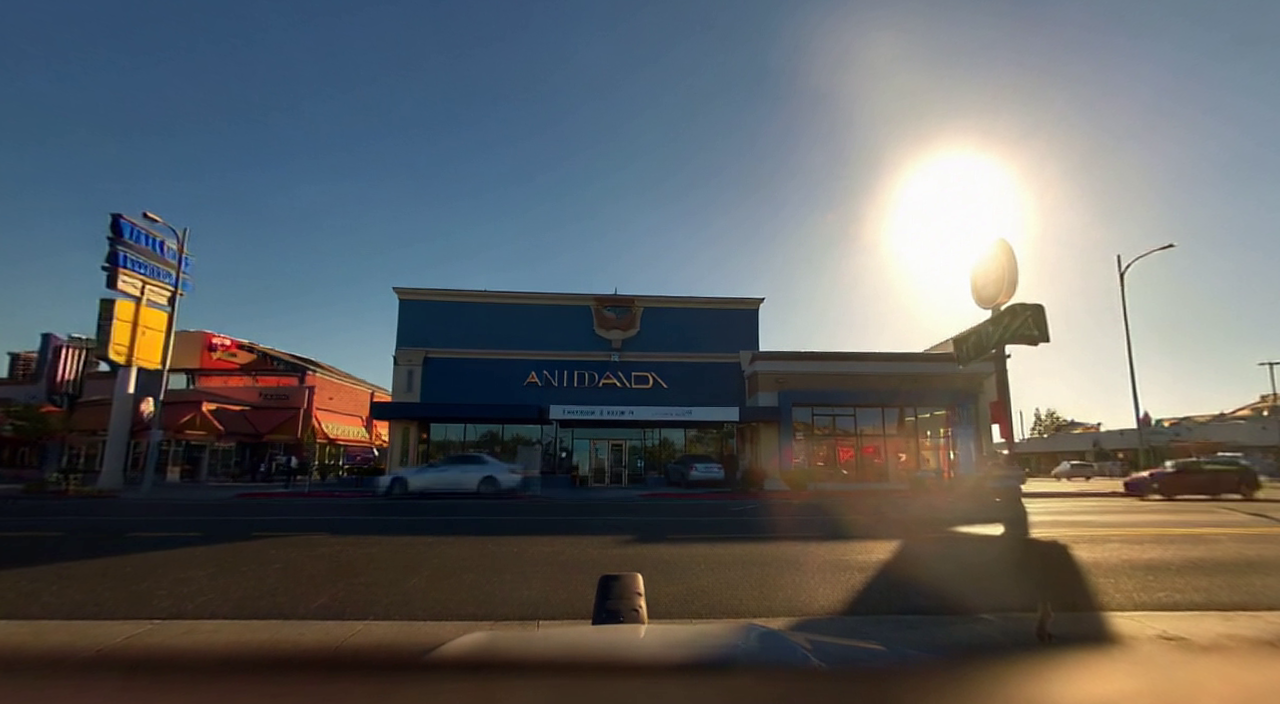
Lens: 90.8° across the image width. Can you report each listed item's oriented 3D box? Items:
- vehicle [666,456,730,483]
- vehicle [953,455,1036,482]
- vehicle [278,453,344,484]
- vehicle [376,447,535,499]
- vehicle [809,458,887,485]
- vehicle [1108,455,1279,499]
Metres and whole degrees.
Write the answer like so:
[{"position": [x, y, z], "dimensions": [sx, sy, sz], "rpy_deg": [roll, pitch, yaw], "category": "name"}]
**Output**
[{"position": [3.561, 7.331, 39.738], "dimensions": [1.812, 1.468, 4.519], "rpy_deg": [5, -10, -28], "category": "vehicle"}, {"position": [25.726, 8.402, 45.931], "dimensions": [4.838, 1.799, 1.914], "rpy_deg": [-7, -11, 39], "category": "vehicle"}, {"position": [-20.034, 7.021, 38.399], "dimensions": [4.596, 1.680, 1.936], "rpy_deg": [-7, -11, 41], "category": "vehicle"}, {"position": [-6.223, 4.147, 21.886], "dimensions": [4.889, 1.659, 2.059], "rpy_deg": [1, -9, -4], "category": "vehicle"}, {"position": [12.959, 7.430, 39.563], "dimensions": [1.791, 1.453, 4.593], "rpy_deg": [5, -10, -29], "category": "vehicle"}, {"position": [19.892, 4.466, 22.806], "dimensions": [4.661, 1.478, 1.878], "rpy_deg": [1, -9, -6], "category": "vehicle"}]
